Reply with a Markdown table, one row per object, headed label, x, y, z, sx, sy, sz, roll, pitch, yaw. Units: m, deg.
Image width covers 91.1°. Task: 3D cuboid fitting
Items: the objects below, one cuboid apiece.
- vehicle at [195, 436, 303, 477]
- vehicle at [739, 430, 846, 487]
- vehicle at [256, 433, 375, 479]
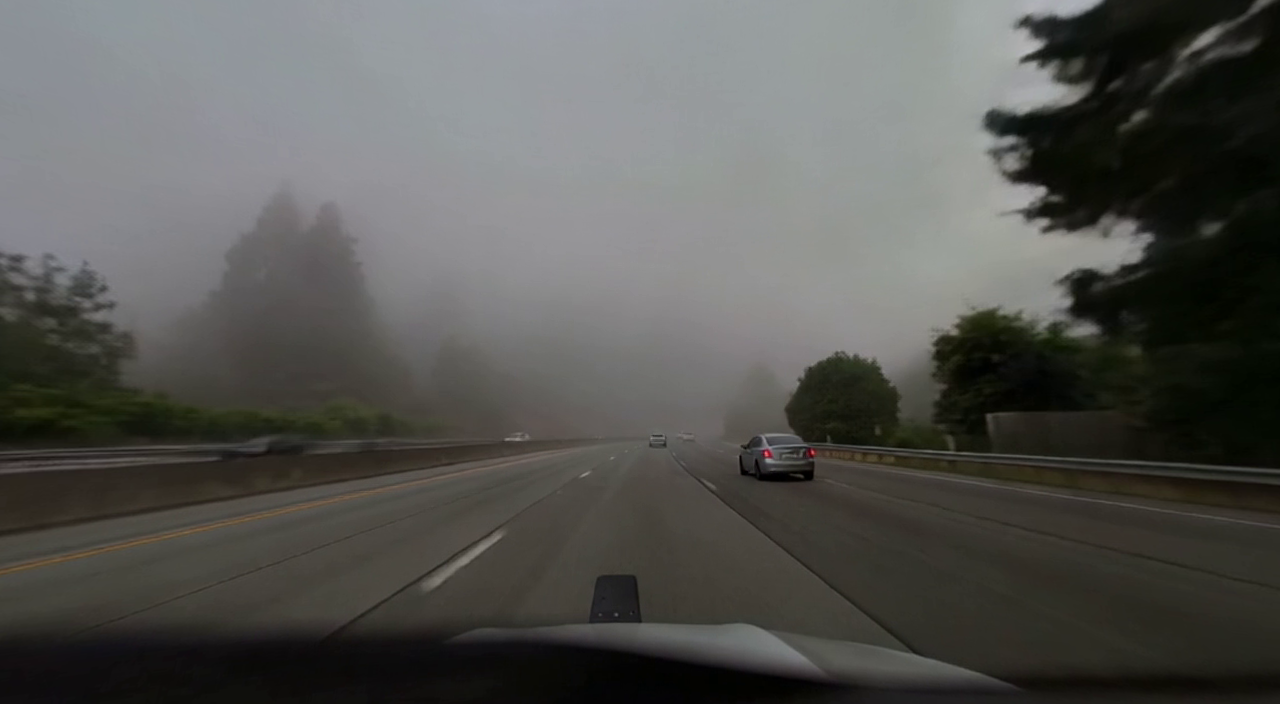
| label | x | y | z | sx | sy | sz | roll | pitch | yaw |
| --- | --- | --- | --- | --- | --- | --- | --- | --- | --- |
| vehicle | -15.619 | 4.156 | 25.394 | 1.824 | 1.478 | 3.873 | 0 | -8 | 1 |
| vehicle | 4.305 | 3.065 | 18.501 | 1.982 | 1.452 | 4.294 | 0 | -8 | -1 |
| vehicle | -12.213 | 3.912 | 24.077 | 2.044 | 1.555 | 4.799 | 0 | -8 | -1 |
